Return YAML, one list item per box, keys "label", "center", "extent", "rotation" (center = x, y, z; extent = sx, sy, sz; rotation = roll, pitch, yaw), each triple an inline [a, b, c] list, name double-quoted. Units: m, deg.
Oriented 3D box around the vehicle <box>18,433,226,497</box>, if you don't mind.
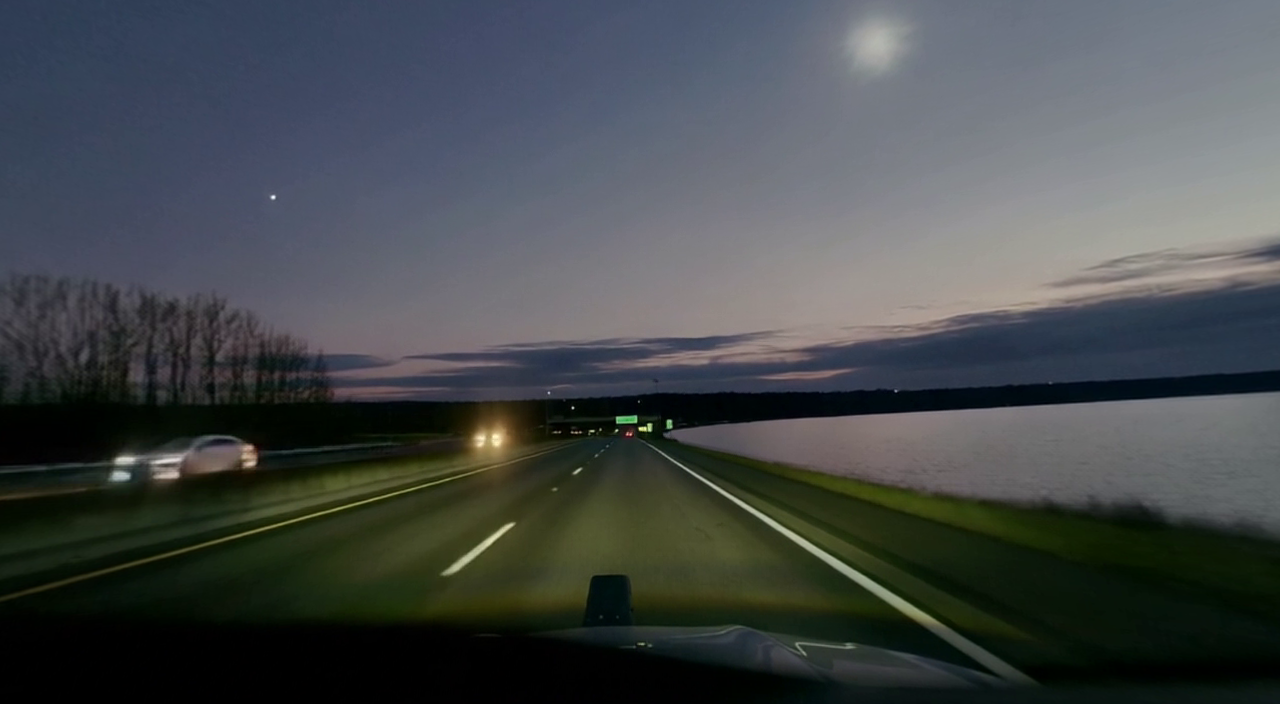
- label: "vehicle"
  center: [-13.925, 3.029, 17.364]
  extent: [1.892, 1.508, 4.530]
  rotation: [0, -8, 0]
